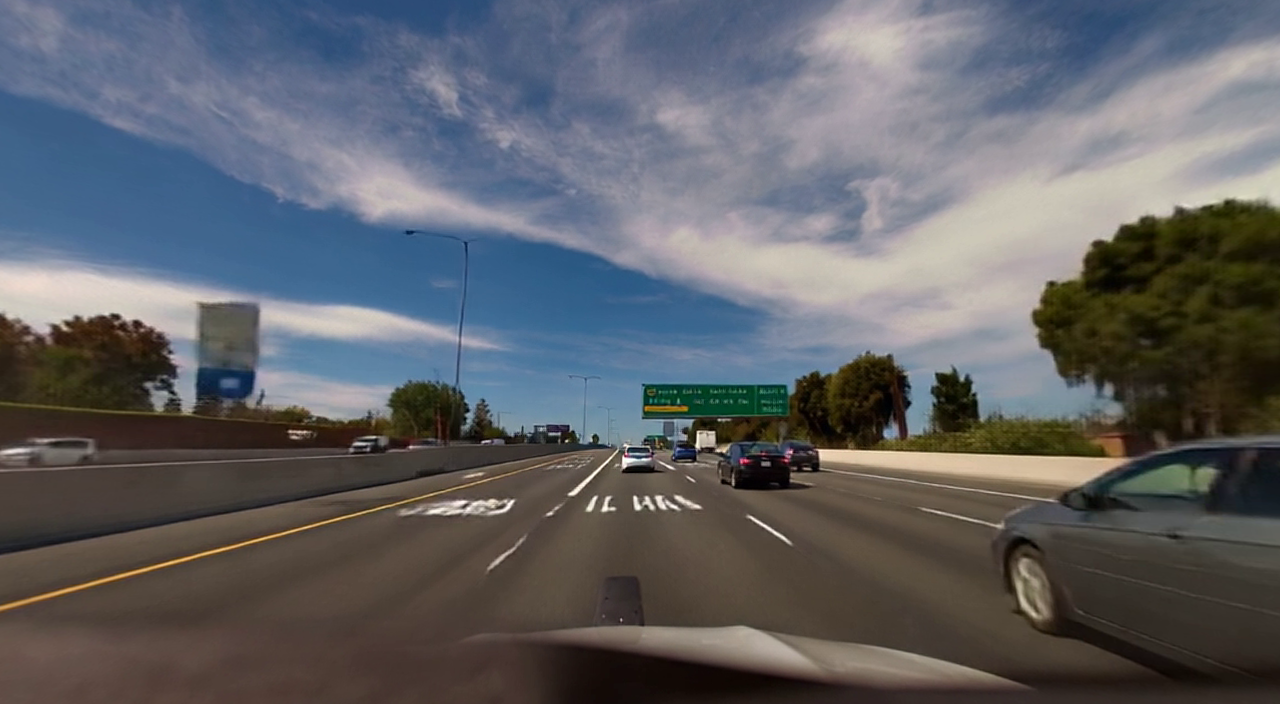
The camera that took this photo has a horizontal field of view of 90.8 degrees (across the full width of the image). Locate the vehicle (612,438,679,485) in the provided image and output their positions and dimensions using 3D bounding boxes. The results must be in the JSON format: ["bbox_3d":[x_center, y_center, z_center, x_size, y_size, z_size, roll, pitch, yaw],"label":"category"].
[{"bbox_3d":[0.120,3.750,21.963,2.098,1.475,3.997,0,-8,-2],"label":"vehicle"}]

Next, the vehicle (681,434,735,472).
[{"bbox_3d":[3.226,4.885,30.712,1.997,1.663,4.169,0,-8,-2],"label":"vehicle"}]

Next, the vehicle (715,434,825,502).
[{"bbox_3d":[3.210,2.948,16.512,1.856,1.517,4.198,0,-8,-2],"label":"vehicle"}]

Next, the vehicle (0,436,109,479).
[{"bbox_3d":[-25.729,4.425,26.768,2.105,1.666,4.914,0,-8,0],"label":"vehicle"}]

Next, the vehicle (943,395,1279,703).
[{"bbox_3d":[3.481,0.963,2.699,1.993,1.504,4.781,0,-8,0],"label":"vehicle"}]
